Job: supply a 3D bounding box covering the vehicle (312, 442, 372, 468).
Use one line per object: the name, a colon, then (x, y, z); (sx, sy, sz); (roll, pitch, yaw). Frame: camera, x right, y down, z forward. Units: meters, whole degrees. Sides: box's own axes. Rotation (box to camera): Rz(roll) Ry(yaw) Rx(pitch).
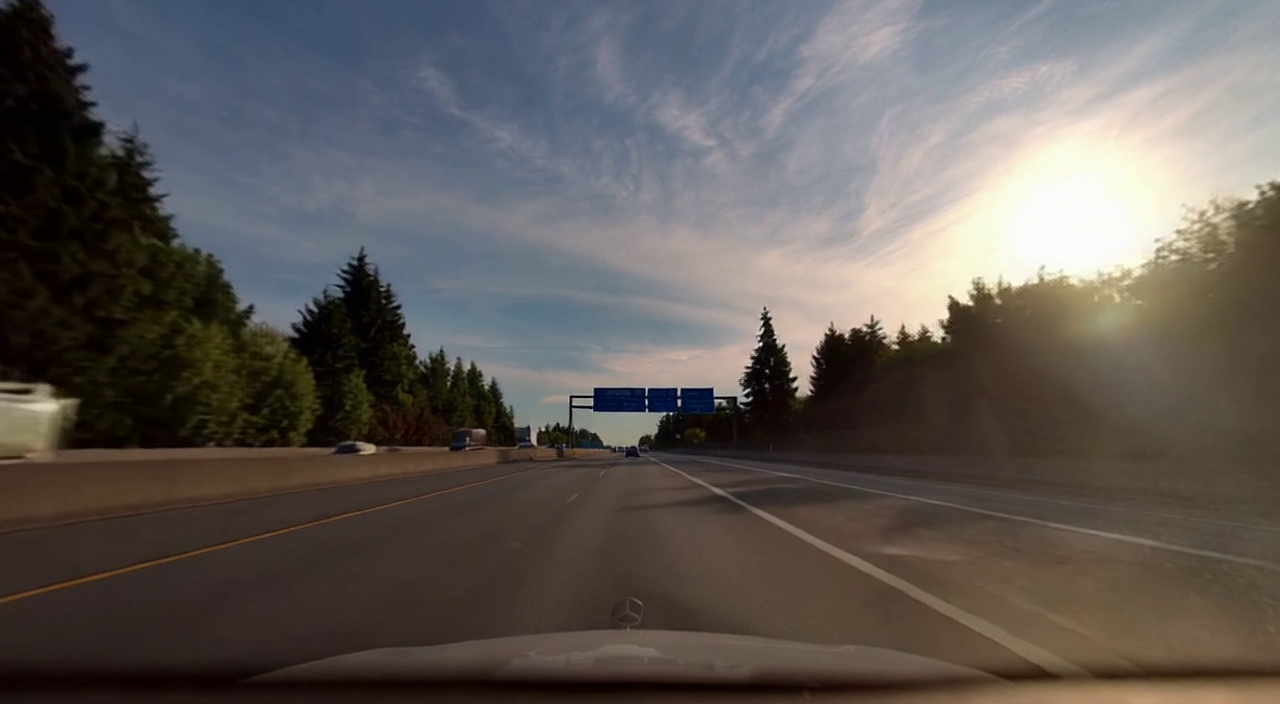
vehicle: (-16.748, 5.803, 35.578); (1.645, 1.417, 3.633); (0, -9, 0)
